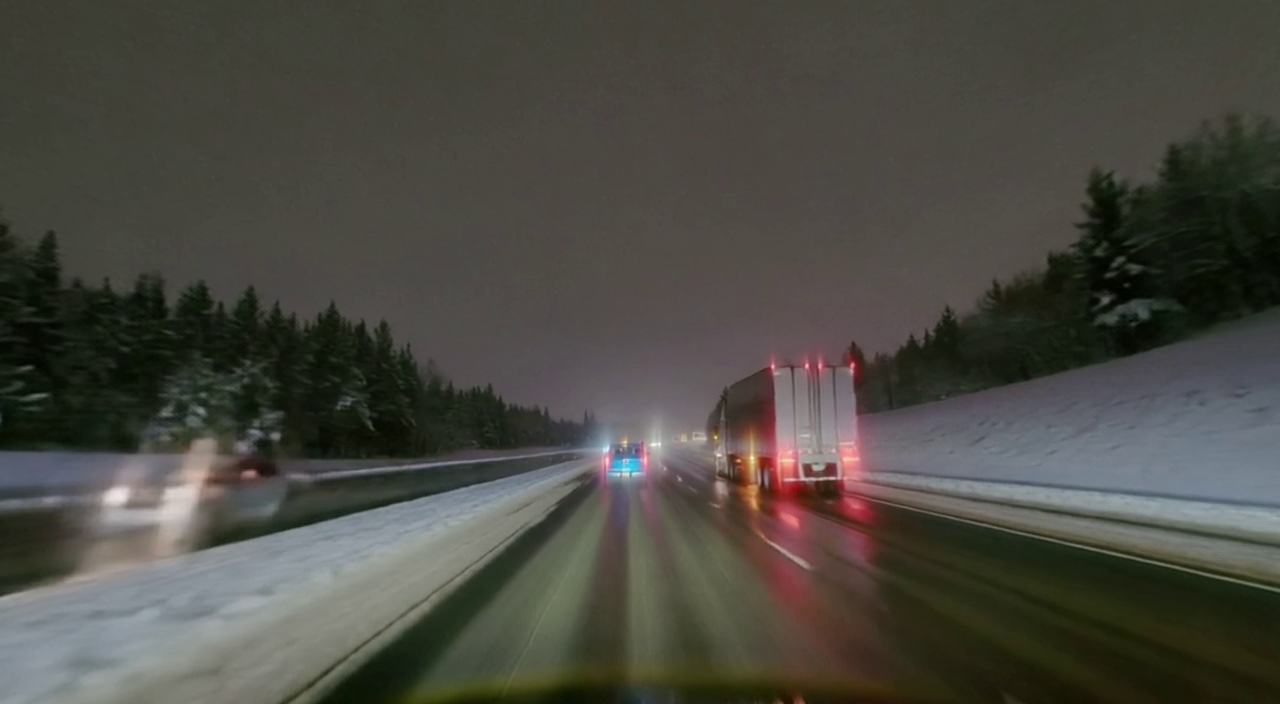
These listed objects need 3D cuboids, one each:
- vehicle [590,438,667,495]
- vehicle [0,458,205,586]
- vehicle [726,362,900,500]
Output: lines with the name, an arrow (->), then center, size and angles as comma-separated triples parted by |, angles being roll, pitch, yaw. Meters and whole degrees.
vehicle -> -0.319, 3.391, 18.857 | 2.066, 1.490, 3.759 | -1, -9, 0
vehicle -> -8.876, 2.410, 9.473 | 1.844, 1.501, 3.817 | -1, -9, -1
vehicle -> 4.539, 2.371, 18.307 | 2.791, 3.201, 7.145 | 0, -9, -2
